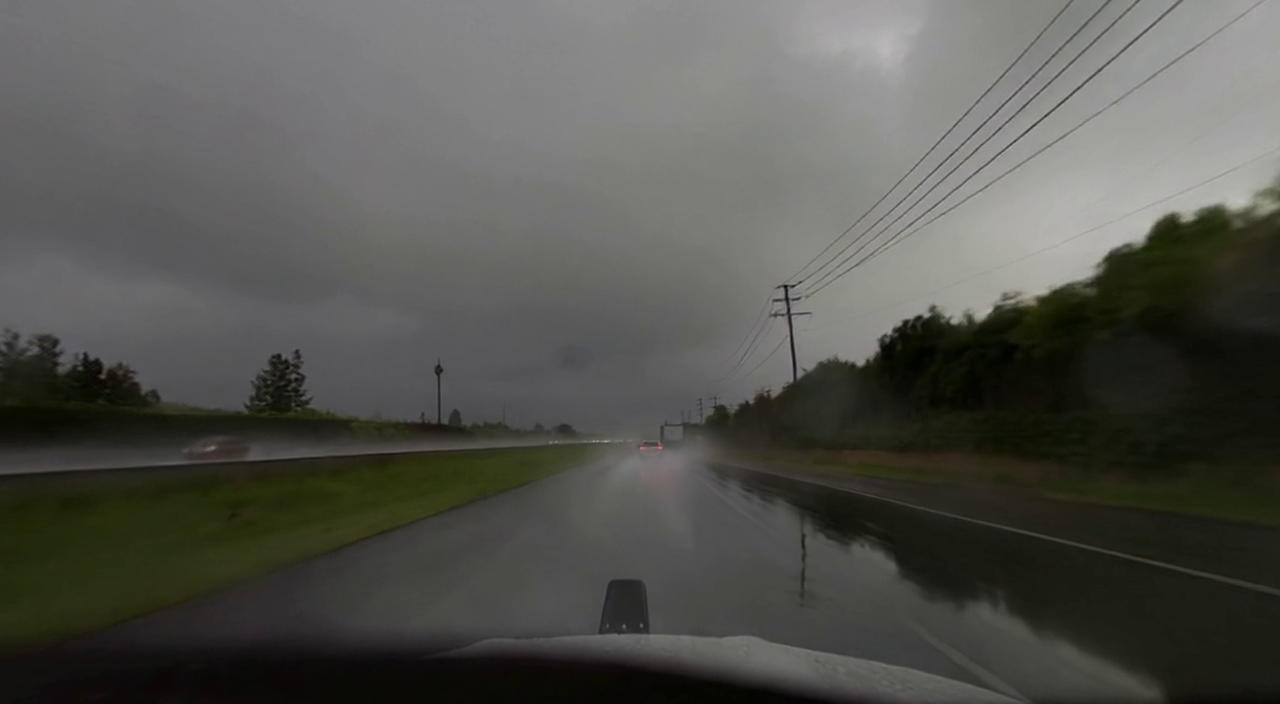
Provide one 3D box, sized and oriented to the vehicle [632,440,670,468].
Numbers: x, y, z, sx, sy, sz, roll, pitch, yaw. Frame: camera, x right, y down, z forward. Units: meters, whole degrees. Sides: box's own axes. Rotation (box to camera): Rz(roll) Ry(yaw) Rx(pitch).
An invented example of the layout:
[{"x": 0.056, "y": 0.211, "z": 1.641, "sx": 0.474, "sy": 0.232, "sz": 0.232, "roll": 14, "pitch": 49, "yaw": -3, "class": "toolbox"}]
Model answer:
[{"x": 0.670, "y": 6.224, "z": 38.721, "sx": 2.192, "sy": 1.556, "sz": 4.132, "roll": -1, "pitch": -8, "yaw": 1, "class": "vehicle"}]
